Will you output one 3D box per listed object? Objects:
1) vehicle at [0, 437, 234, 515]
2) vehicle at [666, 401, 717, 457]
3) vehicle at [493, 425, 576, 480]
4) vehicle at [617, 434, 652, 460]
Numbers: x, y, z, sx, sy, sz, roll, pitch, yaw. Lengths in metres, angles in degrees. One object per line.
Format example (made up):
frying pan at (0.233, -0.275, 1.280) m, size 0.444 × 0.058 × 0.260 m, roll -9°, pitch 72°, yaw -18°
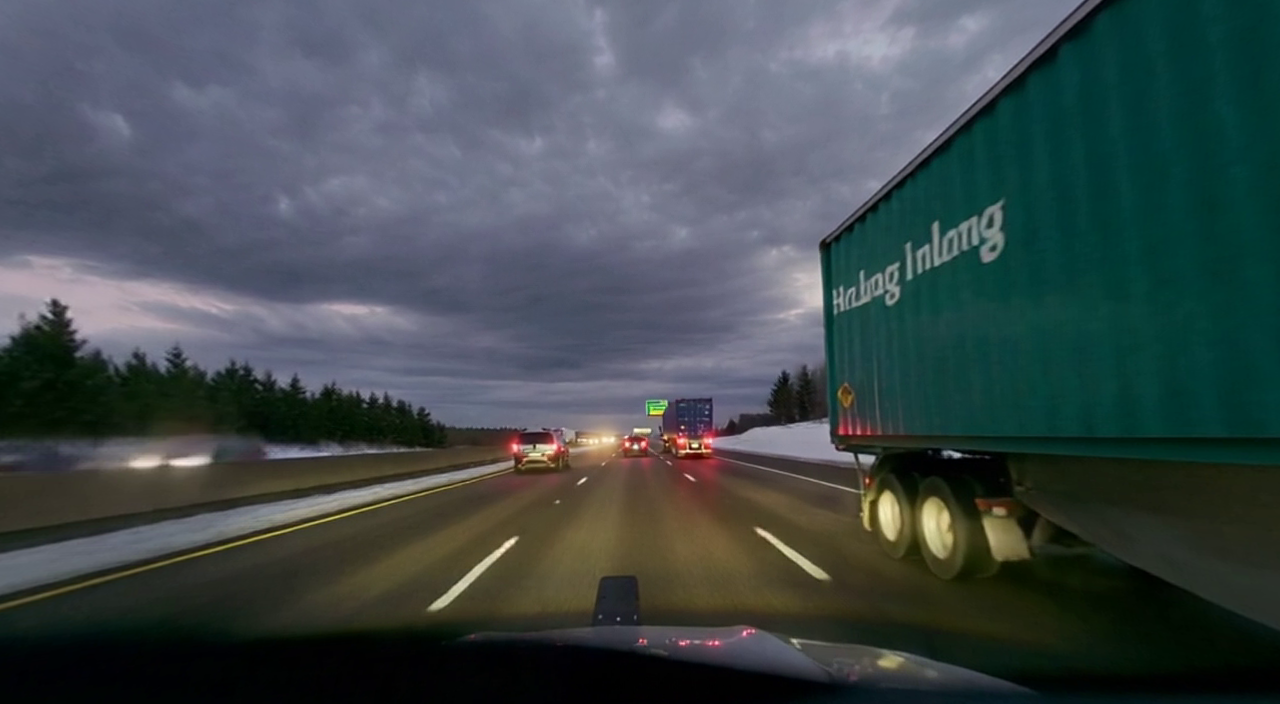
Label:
vehicle at (-11.676, 2.709, 14.416) m, size 1.898 × 1.512 × 4.238 m, roll 0°, pitch -8°, yaw -1°
vehicle at (3.745, 5.850, 47.402) m, size 2.883 × 3.836 × 7.894 m, roll 0°, pitch -8°, yaw -2°
vehicle at (-3.479, 3.403, 21.597) m, size 2.054 × 1.671 × 4.445 m, roll 0°, pitch -8°, yaw 0°
vehicle at (-0.386, 6.051, 40.125) m, size 2.088 × 1.567 × 4.240 m, roll 0°, pitch -8°, yaw -1°
